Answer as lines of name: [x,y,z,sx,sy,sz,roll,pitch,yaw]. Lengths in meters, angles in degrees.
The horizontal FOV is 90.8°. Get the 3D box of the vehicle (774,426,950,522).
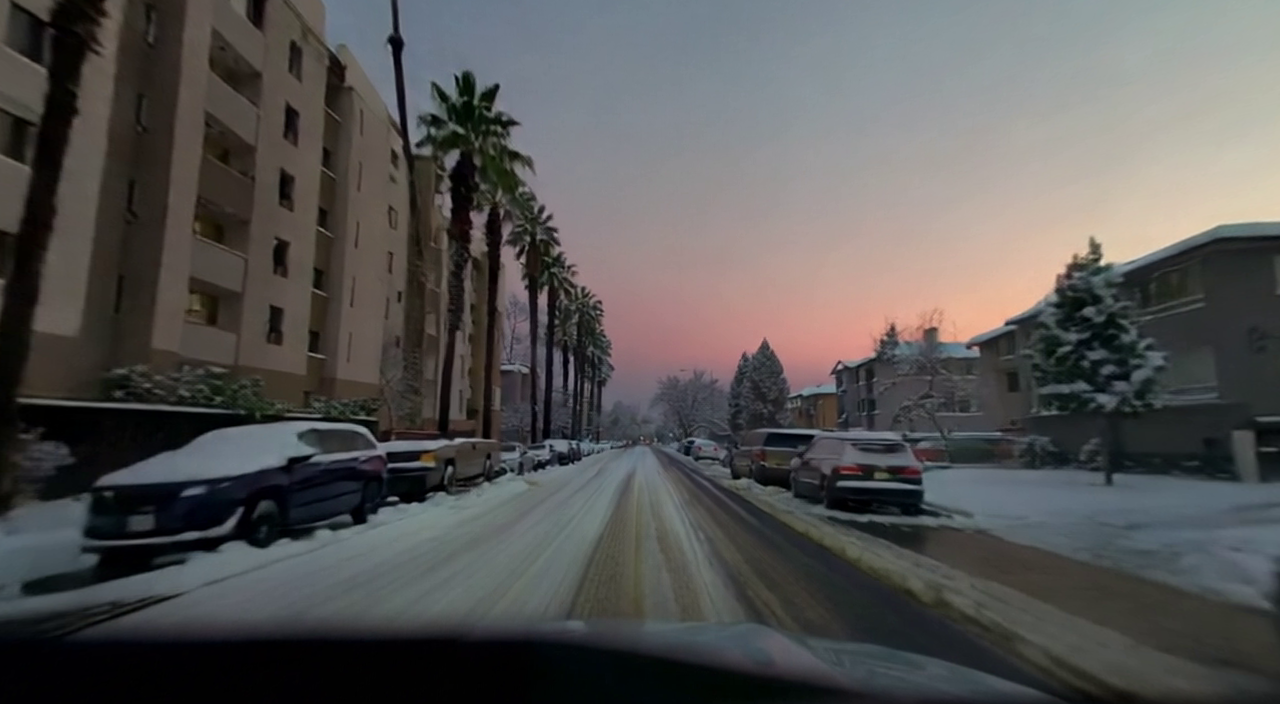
vehicle: [4.614,2.607,14.121,2.220,1.738,4.800,0,-8,1]

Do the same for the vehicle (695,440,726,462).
vehicle: [5.226,7.408,47.367,1.991,1.525,5.203,0,-8,4]

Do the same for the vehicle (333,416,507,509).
vehicle: [-5.385,2.835,16.734,2.227,1.967,6.220,0,-8,2]

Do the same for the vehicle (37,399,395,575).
vehicle: [-5.502,1.776,9.215,2.087,1.896,4.554,0,-8,-1]
